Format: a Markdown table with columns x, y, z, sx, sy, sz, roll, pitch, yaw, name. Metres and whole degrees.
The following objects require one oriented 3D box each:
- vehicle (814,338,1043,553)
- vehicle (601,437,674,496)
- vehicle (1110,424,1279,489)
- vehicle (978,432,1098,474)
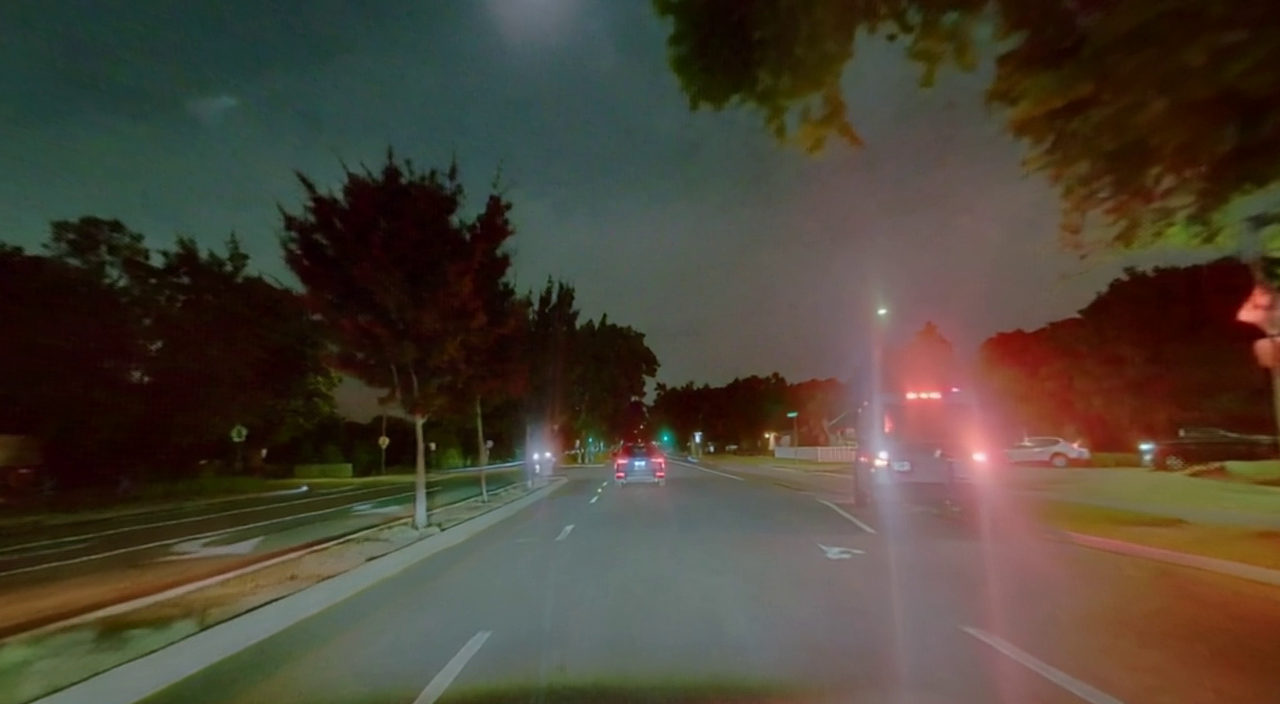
| x | y | z | sx | sy | sz | roll | pitch | yaw | name |
| --- | --- | --- | --- | --- | --- | --- | --- | --- | --- |
| 5.169 | 1.734 | 11.549 | 2.654 | 2.824 | 5.794 | -7 | -10 | 24 | vehicle |
| -0.039 | 3.546 | 19.953 | 2.106 | 1.655 | 3.717 | 0 | -8 | 1 | vehicle |
| 17.739 | 3.093 | 18.893 | 5.559 | 1.800 | 2.055 | -3 | -9 | 28 | vehicle |
| 19.634 | 5.010 | 31.287 | 4.598 | 1.702 | 2.027 | -13 | -14 | 38 | vehicle |
